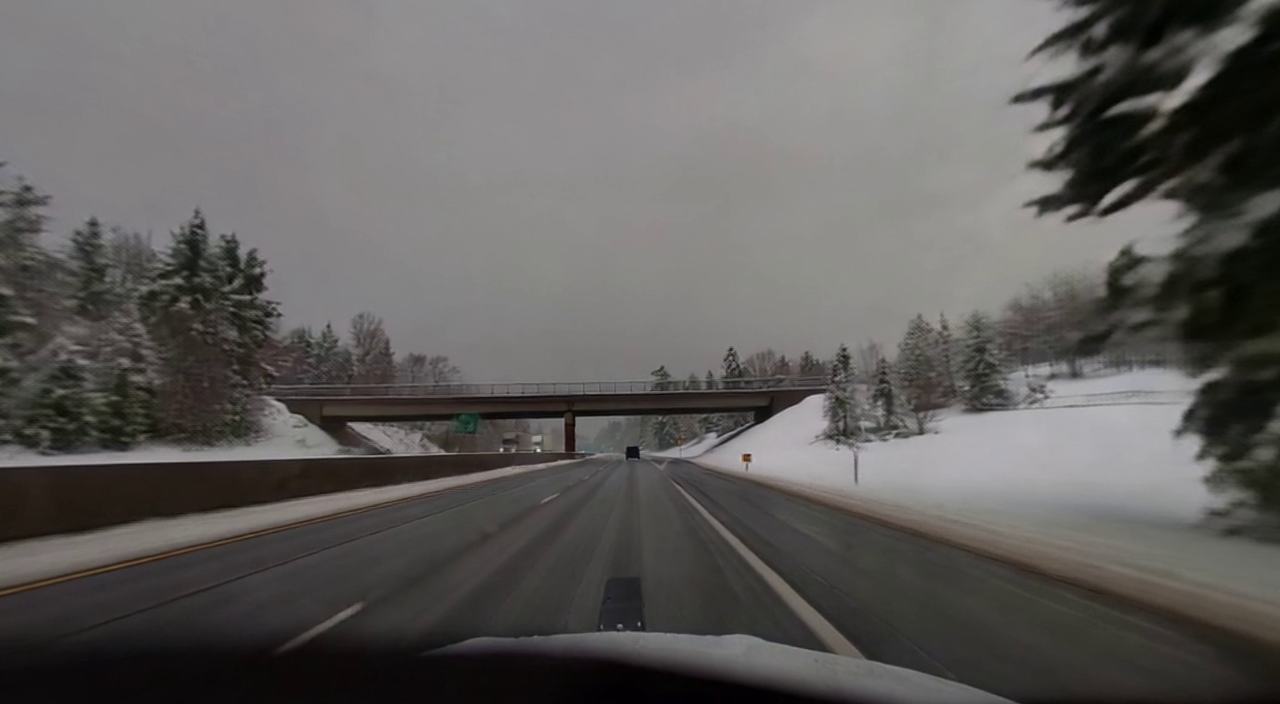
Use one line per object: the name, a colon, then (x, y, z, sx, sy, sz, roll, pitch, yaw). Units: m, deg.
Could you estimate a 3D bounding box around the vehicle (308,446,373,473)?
vehicle: (-18.089, 6.489, 38.315, 1.888, 1.549, 4.253, 0, -9, 0)
